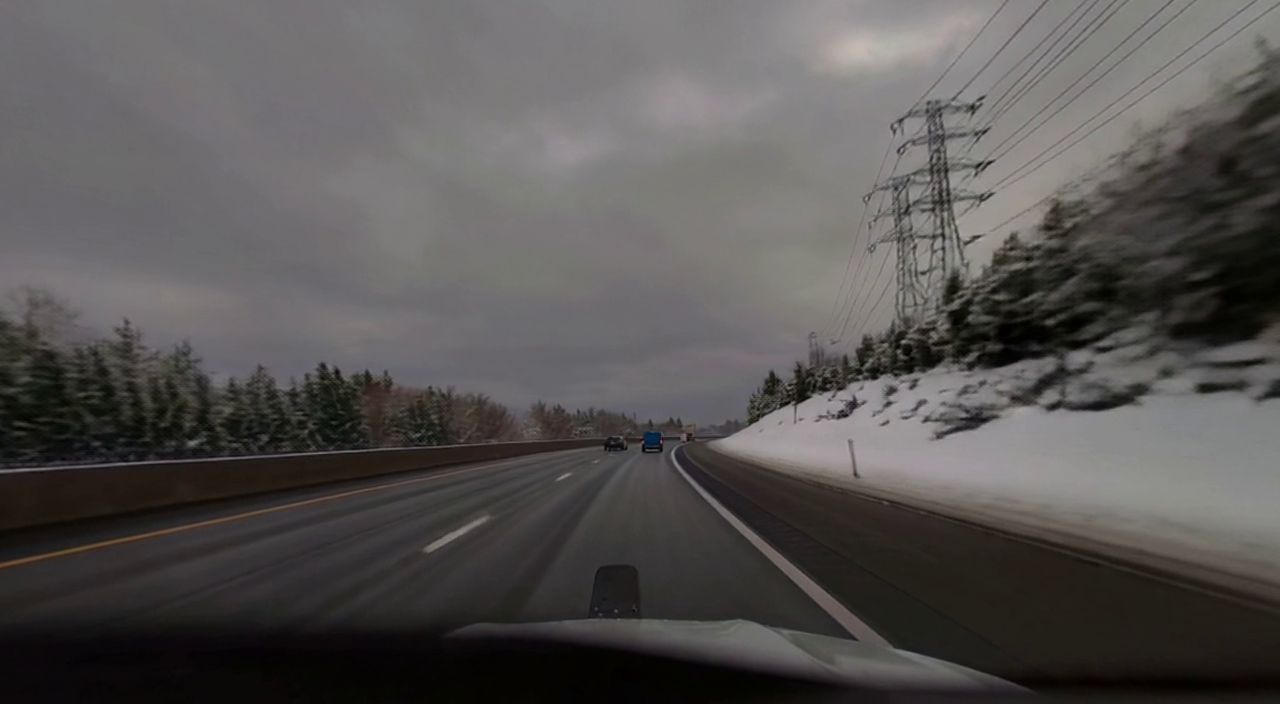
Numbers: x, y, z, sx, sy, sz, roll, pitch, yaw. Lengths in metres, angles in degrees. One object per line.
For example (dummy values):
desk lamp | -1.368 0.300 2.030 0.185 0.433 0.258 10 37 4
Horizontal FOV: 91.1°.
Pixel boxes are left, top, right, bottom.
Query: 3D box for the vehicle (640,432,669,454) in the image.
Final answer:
vehicle | 1.152 6.891 47.796 2.077 1.523 4.206 0 -8 3
